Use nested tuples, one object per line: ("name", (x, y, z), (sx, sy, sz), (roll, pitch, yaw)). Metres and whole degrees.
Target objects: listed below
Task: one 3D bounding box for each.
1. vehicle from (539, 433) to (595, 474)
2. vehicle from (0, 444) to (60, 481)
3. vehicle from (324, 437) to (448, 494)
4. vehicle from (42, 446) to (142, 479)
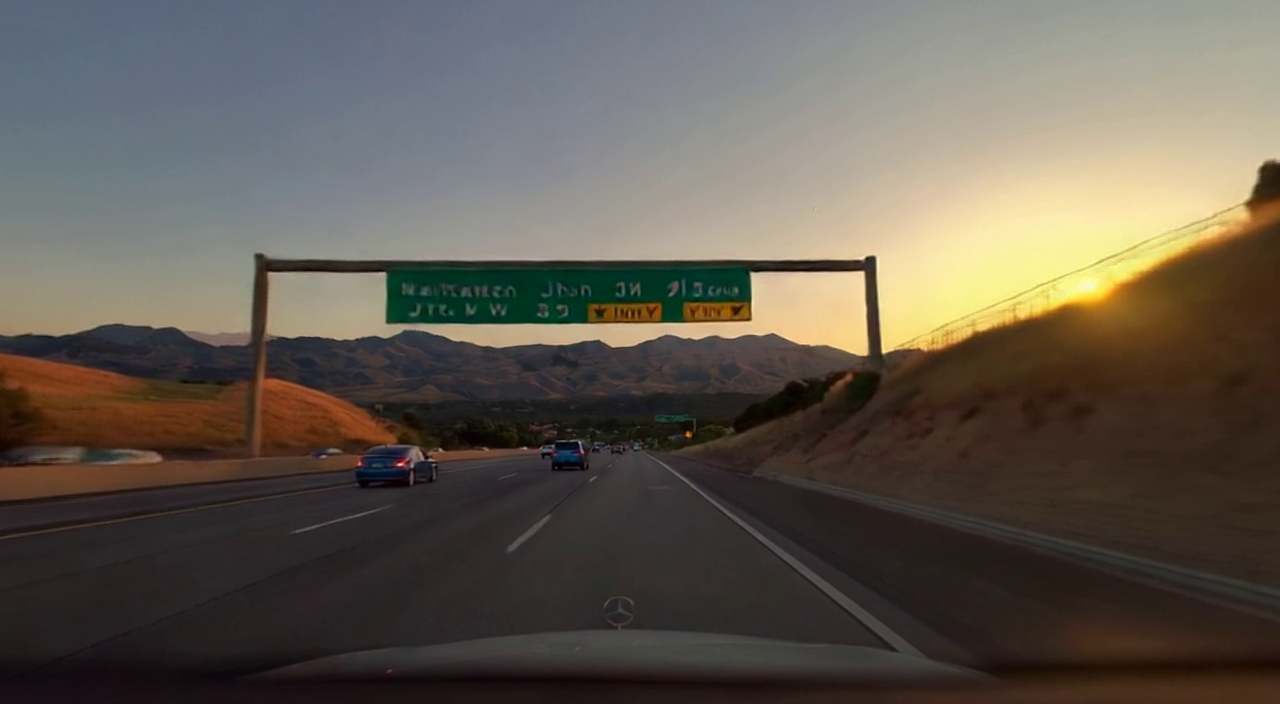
("vehicle", (-3.295, 4.684, 29.335), (2.029, 1.753, 4.718), (0, -8, 0))
("vehicle", (-40.526, 7.027, 40.225), (2.367, 2.293, 5.123), (-1, -8, -1))
("vehicle", (-7.545, 3.395, 19.326), (1.930, 1.508, 4.567), (0, -8, 0))
("vehicle", (-35.211, 7.067, 40.796), (2.013, 1.872, 4.977), (0, -8, -1))
